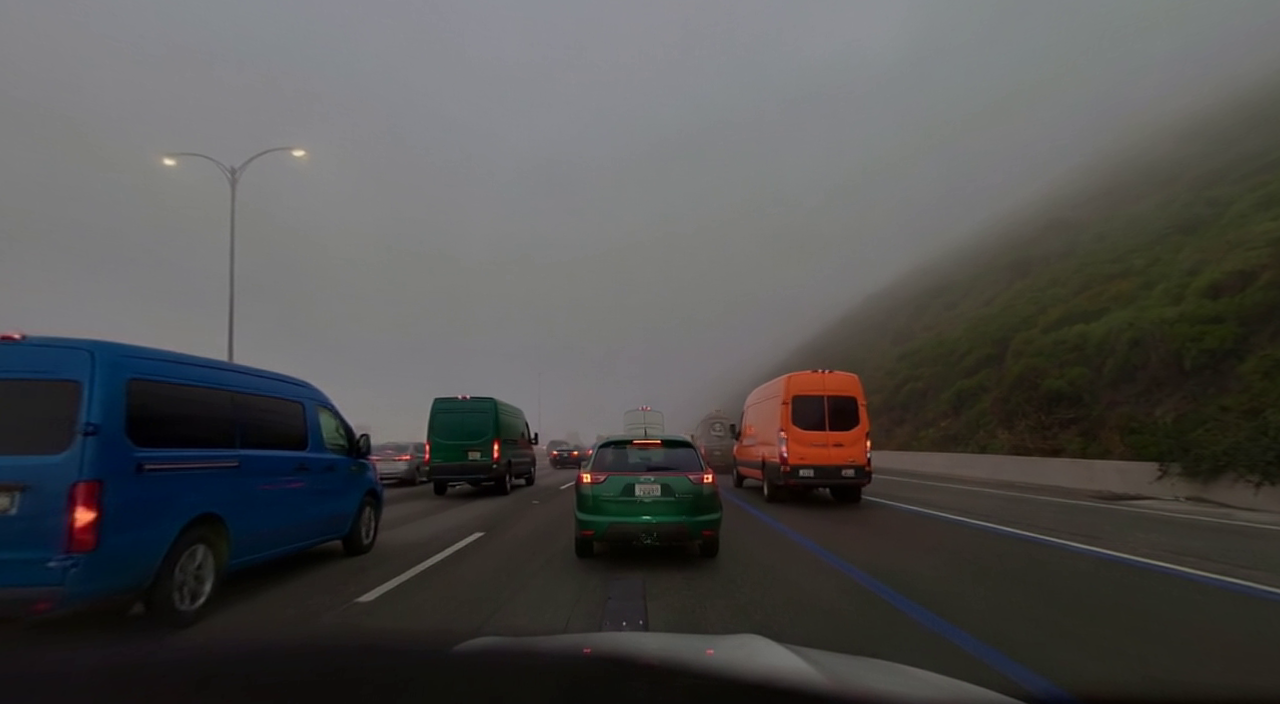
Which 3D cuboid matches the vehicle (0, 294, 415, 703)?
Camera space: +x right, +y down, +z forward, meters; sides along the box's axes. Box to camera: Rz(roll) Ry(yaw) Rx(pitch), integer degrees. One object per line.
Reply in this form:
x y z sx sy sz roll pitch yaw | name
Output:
-4.233 1.129 5.895 2.195 2.086 5.445 0 -8 0 | vehicle

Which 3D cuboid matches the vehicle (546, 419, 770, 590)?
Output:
0.110 1.656 7.674 2.003 1.499 3.930 0 -8 -2 | vehicle

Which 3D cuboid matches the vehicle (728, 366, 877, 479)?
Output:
6.402 3.227 27.420 2.977 3.878 11.111 0 -8 -3 | vehicle

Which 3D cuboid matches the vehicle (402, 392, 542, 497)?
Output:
-4.497 2.648 18.098 2.300 2.522 5.701 -1 -8 1 | vehicle
